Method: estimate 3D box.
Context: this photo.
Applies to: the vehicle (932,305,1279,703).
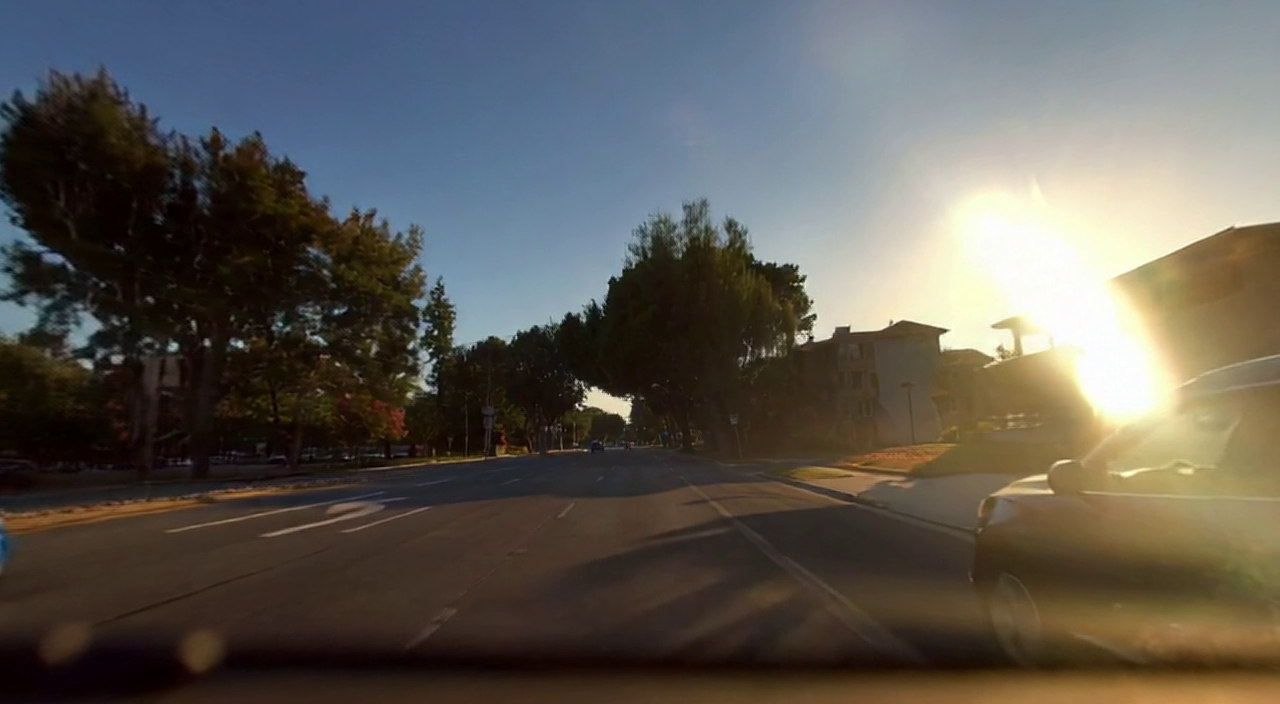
[{"bbox_3d":[2.944,0.722,1.702,2.047,1.768,4.607,0,-9,0],"label":"vehicle"}]
